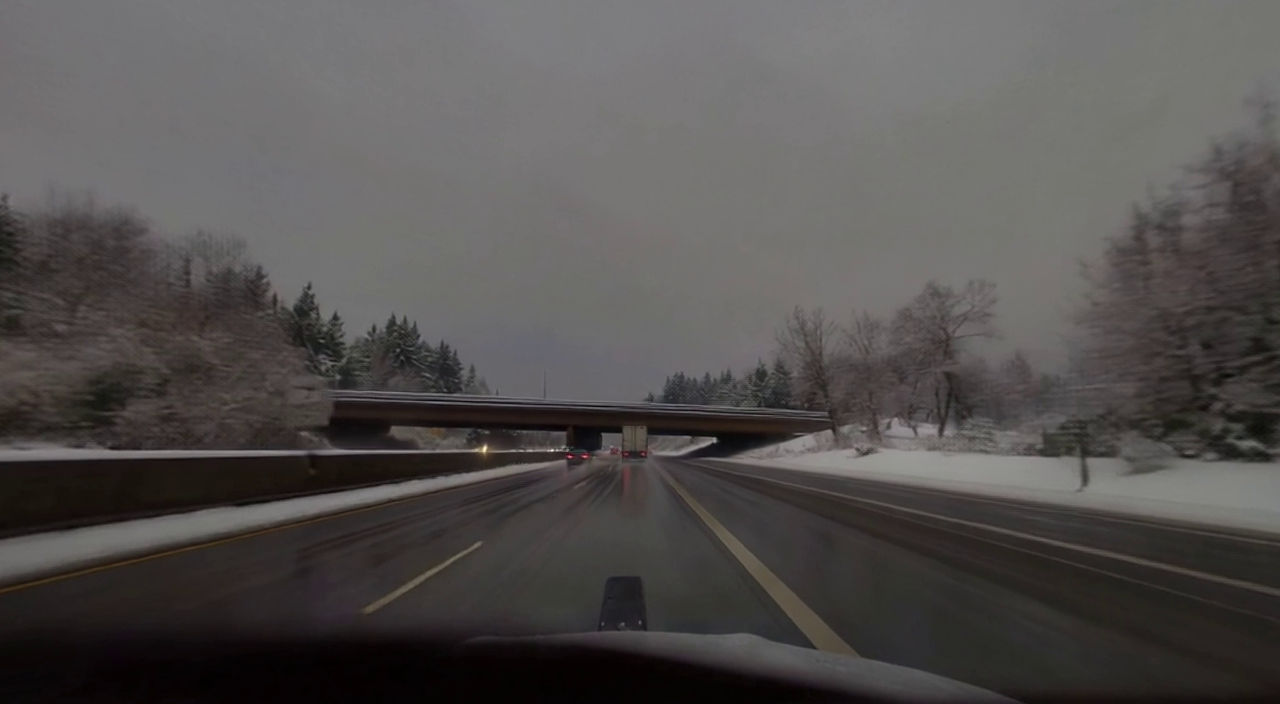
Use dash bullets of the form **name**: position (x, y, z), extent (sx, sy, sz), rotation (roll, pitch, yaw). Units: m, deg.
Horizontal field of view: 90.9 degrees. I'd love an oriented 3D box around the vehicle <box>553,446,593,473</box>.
- **vehicle**: position (-4.146, 6.735, 39.648), extent (2.042, 1.526, 4.516), rotation (0, -9, 0)
